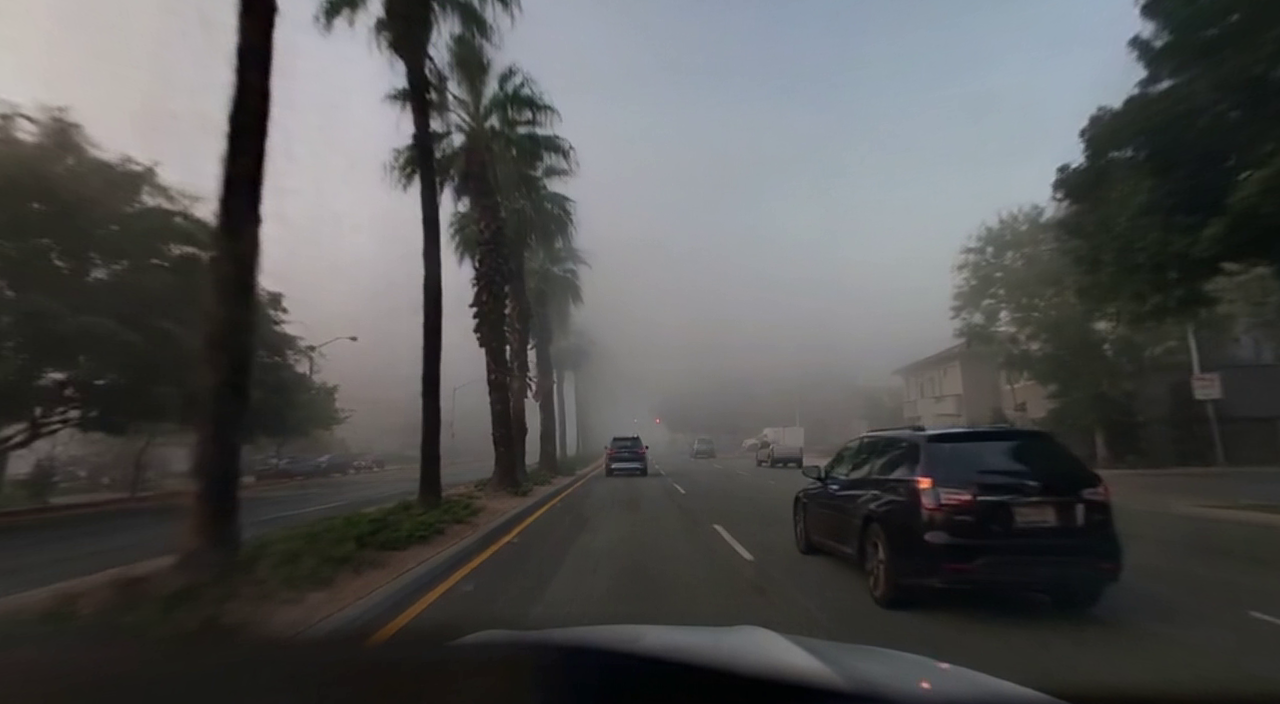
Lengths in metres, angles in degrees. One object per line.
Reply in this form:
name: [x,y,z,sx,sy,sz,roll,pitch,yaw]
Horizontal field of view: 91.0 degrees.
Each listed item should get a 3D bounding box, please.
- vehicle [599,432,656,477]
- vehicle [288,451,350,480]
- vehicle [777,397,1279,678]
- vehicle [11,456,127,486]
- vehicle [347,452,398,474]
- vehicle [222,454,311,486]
vehicle: [-0.549,4.412,27.325,2.277,1.816,4.192,0,-8,-1]
vehicle: [-19.783,6.972,38.958,1.753,1.600,4.040,0,-8,-2]
vehicle: [2.979,1.400,6.008,2.195,1.590,4.668,0,-8,-1]
vehicle: [-30.222,6.308,33.402,4.400,1.474,1.732,0,-9,-1]
vehicle: [-19.640,8.167,46.424,1.847,1.466,4.530,0,-8,0]
vehicle: [-19.547,6.169,33.161,1.920,1.505,4.351,0,-8,1]
